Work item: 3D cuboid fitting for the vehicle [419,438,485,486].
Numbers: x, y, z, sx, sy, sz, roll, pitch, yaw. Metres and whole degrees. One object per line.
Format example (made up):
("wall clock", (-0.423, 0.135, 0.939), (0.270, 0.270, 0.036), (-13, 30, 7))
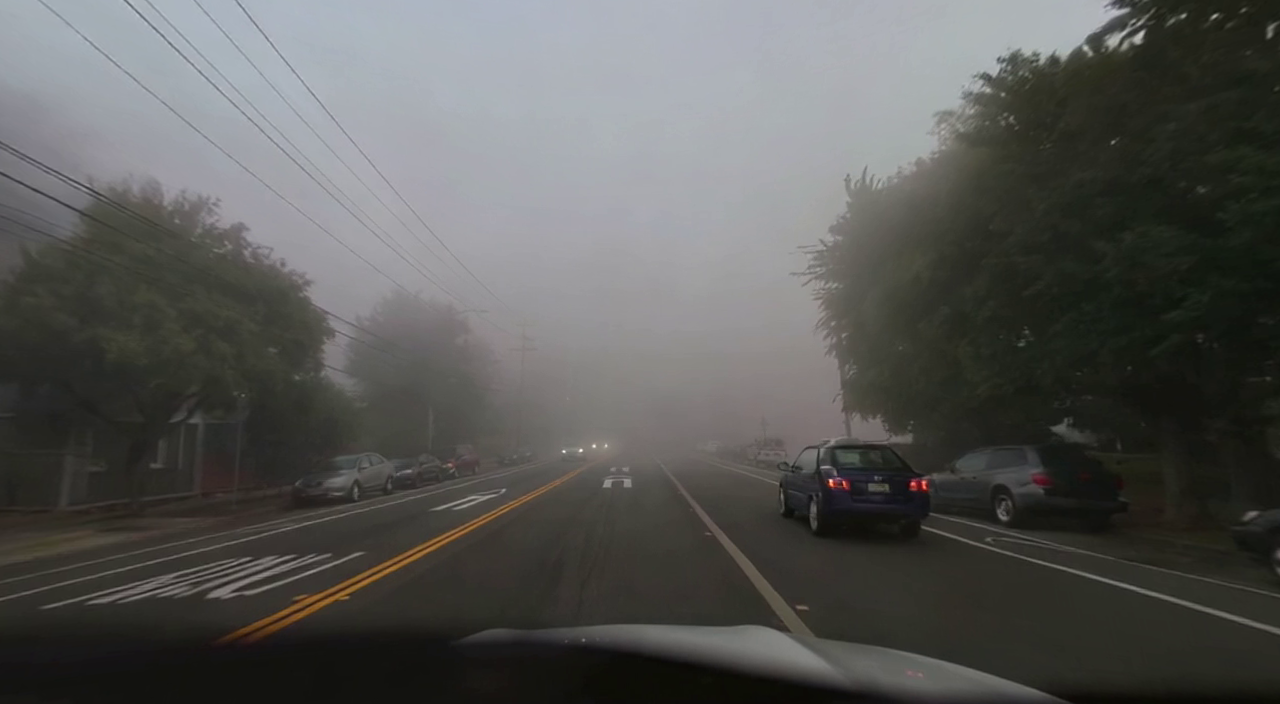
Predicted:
("vehicle", (-9.411, 5.487, 31.957), (1.981, 1.975, 4.534), (-3, -5, -1))

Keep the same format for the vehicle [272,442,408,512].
("vehicle", (-9.388, 3.901, 20.191), (1.961, 1.683, 4.483), (-8, -9, 1))

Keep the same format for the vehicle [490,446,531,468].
("vehicle", (-9.295, 7.560, 45.661), (1.944, 1.524, 4.404), (-1, -8, 1))

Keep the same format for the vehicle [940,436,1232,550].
("vehicle", (7.785, 2.449, 11.753), (2.044, 1.682, 4.466), (0, -9, -2))

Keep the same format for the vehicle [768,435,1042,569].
("vehicle", (3.489, 2.052, 9.533), (2.059, 1.489, 4.629), (0, -9, -1))
